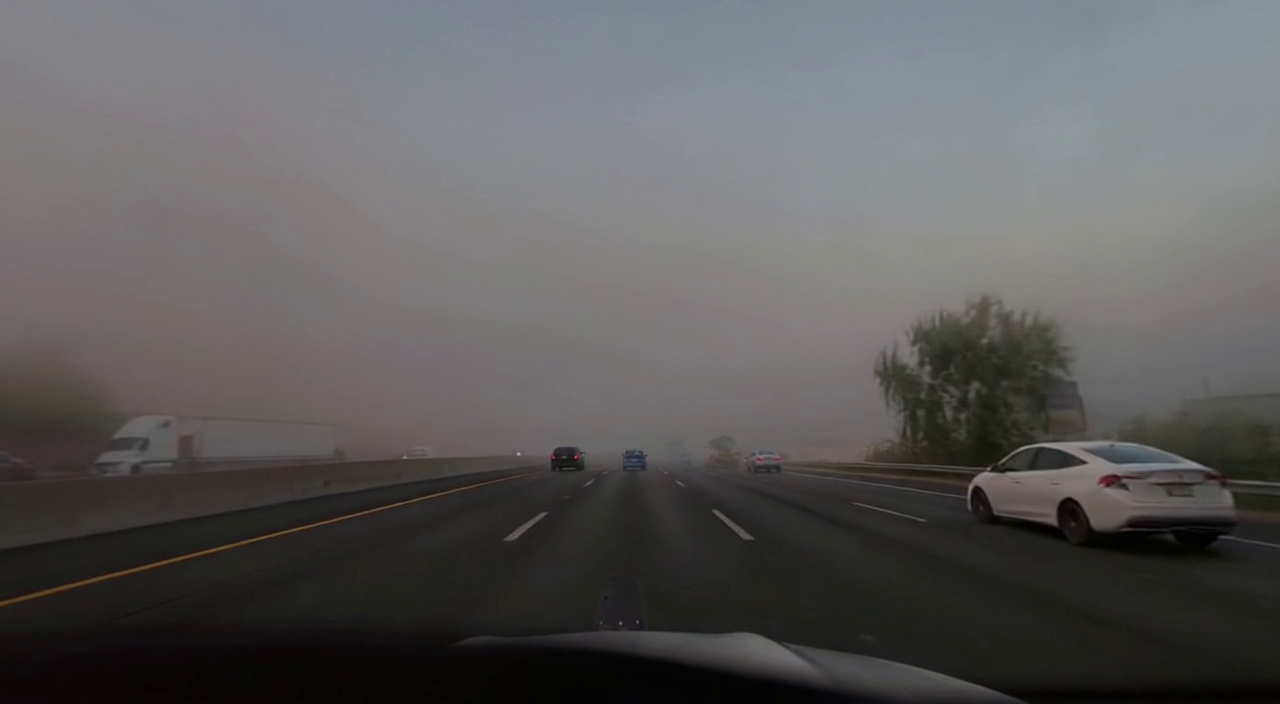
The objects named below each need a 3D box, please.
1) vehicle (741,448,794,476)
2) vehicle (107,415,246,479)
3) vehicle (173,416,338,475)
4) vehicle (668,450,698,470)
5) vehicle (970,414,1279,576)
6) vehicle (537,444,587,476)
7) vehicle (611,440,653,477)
[{"bbox_3d":[6.823,5.929,34.339,1.879,1.428,4.402,0,-9,-1],"label":"vehicle"},{"bbox_3d":[-29.205,6.033,40.381,2.921,3.664,7.706,0,-9,0],"label":"vehicle"},{"bbox_3d":[-29.347,7.398,49.986,2.848,3.915,16.523,0,-9,0],"label":"vehicle"},{"bbox_3d":[3.066,7.795,45.609,1.816,1.353,3.809,0,-9,-1],"label":"vehicle"},{"bbox_3d":[6.683,1.803,8.734,1.944,1.666,4.184,0,-9,0],"label":"vehicle"},{"bbox_3d":[-4.264,5.967,35.235,2.126,1.631,4.643,0,-9,1],"label":"vehicle"},{"bbox_3d":[-0.374,5.463,32.729,2.002,1.759,4.658,0,-9,0],"label":"vehicle"}]
